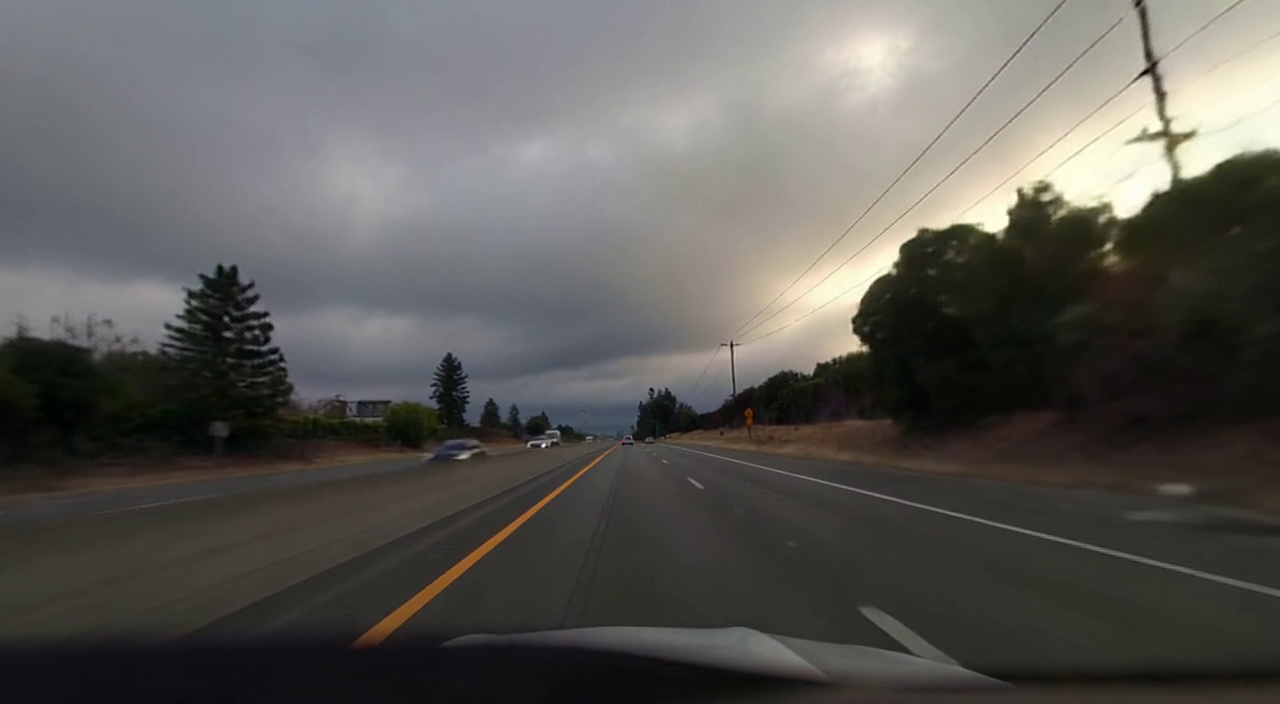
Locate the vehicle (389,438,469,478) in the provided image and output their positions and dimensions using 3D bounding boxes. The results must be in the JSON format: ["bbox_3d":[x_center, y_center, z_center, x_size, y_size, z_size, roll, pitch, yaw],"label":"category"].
[{"bbox_3d":[-8.372,4.208,25.399,1.791,1.446,4.298,0,-8,-1],"label":"vehicle"}]
